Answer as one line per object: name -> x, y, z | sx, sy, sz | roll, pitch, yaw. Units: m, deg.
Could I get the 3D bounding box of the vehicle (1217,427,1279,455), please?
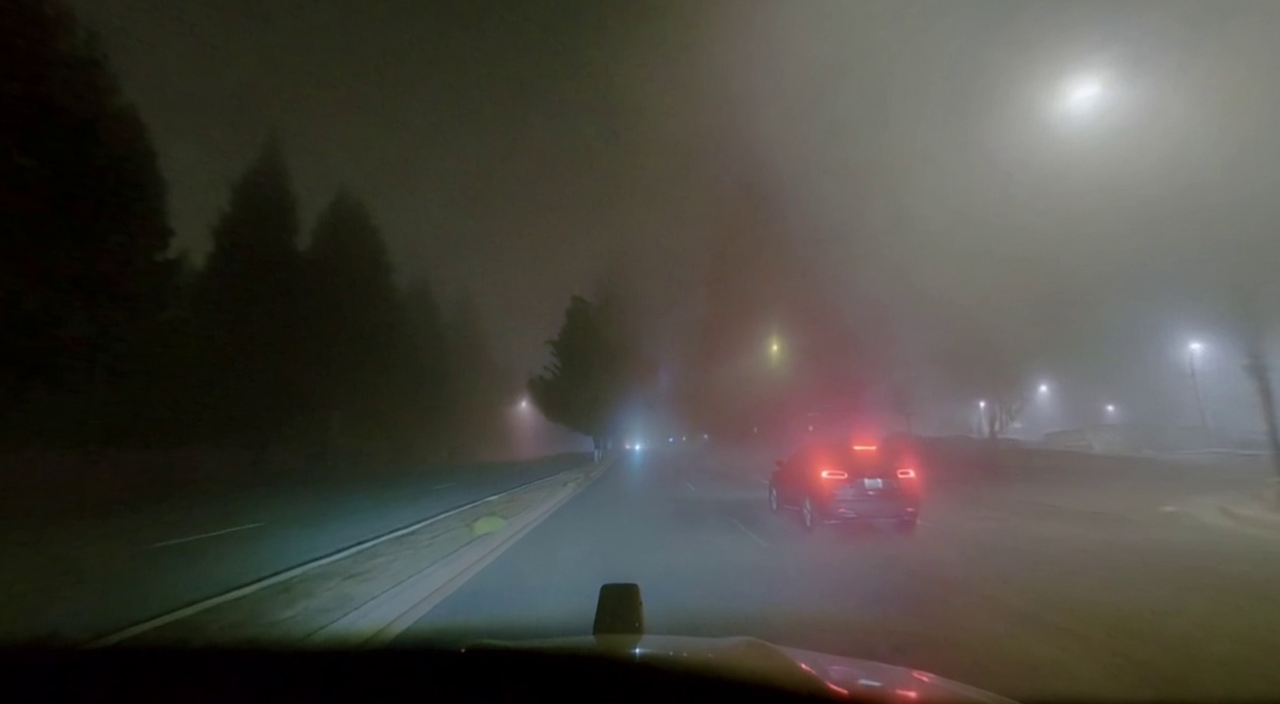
vehicle -> 41.524, 5.911, 41.981 | 4.176, 1.781, 2.144 | 0, -9, -1

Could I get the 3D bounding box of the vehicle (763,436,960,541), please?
vehicle -> 3.525, 2.236, 10.985 | 1.852, 1.453, 4.083 | 0, -9, -1

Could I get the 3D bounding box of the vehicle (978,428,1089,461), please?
vehicle -> 25.485, 6.002, 41.055 | 5.672, 1.841, 2.092 | -2, -7, 0
